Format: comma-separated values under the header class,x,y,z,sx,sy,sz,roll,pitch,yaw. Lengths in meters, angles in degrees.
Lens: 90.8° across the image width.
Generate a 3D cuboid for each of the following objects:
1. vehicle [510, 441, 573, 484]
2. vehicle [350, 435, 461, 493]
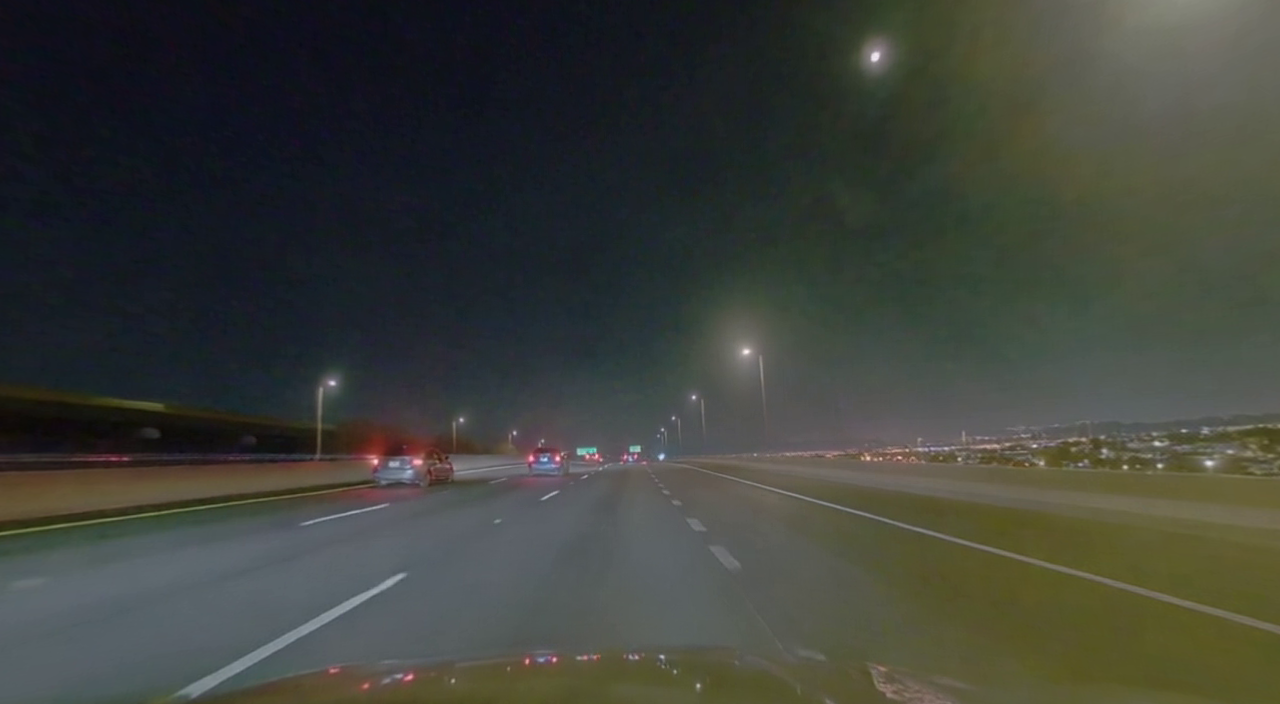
class,x,y,z,sx,sy,sz,roll,pitch,yaw
vehicle,-4.215,4.826,27.820,2.075,1.702,4.257,0,-9,0
vehicle,-8.143,3.931,22.515,2.040,1.824,4.917,0,-9,0
